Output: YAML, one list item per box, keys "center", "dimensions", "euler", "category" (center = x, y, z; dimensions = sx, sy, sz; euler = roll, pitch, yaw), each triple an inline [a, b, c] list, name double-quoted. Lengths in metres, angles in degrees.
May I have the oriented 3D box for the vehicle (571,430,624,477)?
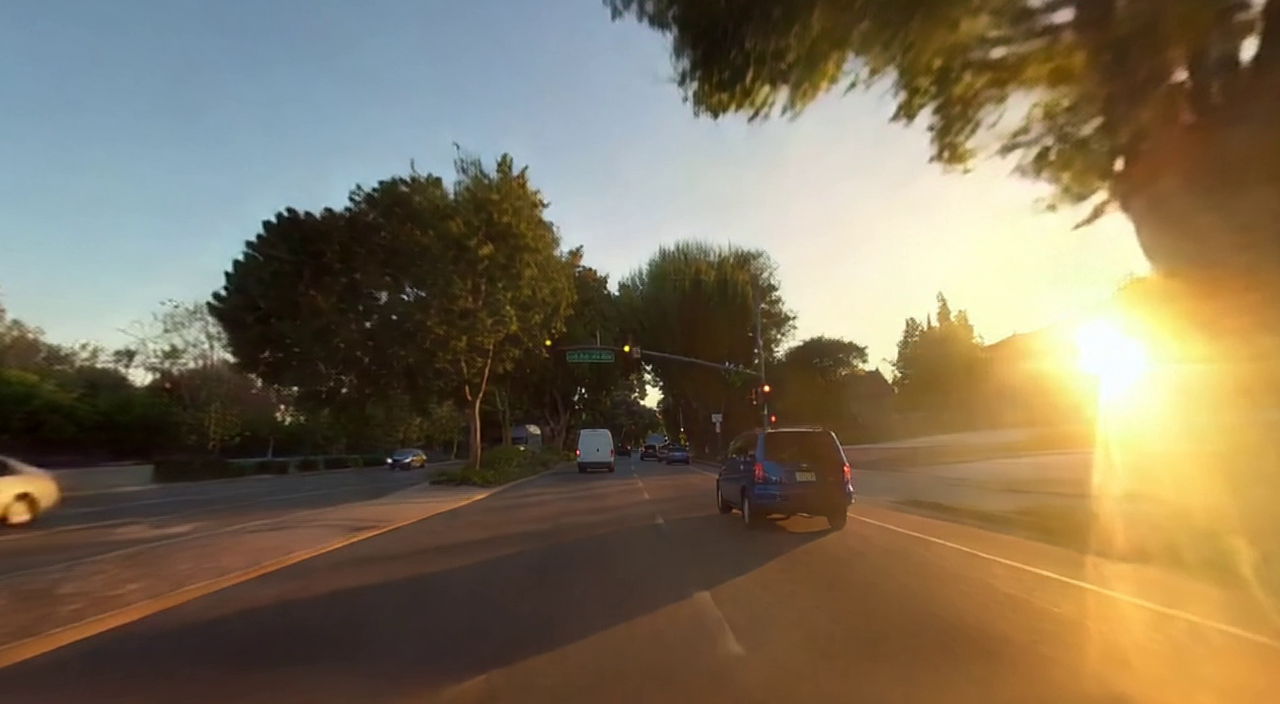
- center: [-1.942, 4.814, 30.039]
  dimensions: [2.228, 2.054, 4.309]
  euler: [0, -9, 0]
  category: "vehicle"

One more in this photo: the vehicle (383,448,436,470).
- center: [-16.695, 7.746, 46.001]
  dimensions: [2.139, 1.493, 4.521]
  euler: [0, -9, 0]
  category: "vehicle"

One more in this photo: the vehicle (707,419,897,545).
- center: [2.419, 2.073, 10.691]
  dimensions: [1.965, 1.671, 4.146]
  euler: [0, -9, -2]
  category: "vehicle"

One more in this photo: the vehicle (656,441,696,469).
- center: [2.283, 6.683, 41.289]
  dimensions: [2.248, 1.692, 4.252]
  euler: [0, -9, -2]
  category: "vehicle"
